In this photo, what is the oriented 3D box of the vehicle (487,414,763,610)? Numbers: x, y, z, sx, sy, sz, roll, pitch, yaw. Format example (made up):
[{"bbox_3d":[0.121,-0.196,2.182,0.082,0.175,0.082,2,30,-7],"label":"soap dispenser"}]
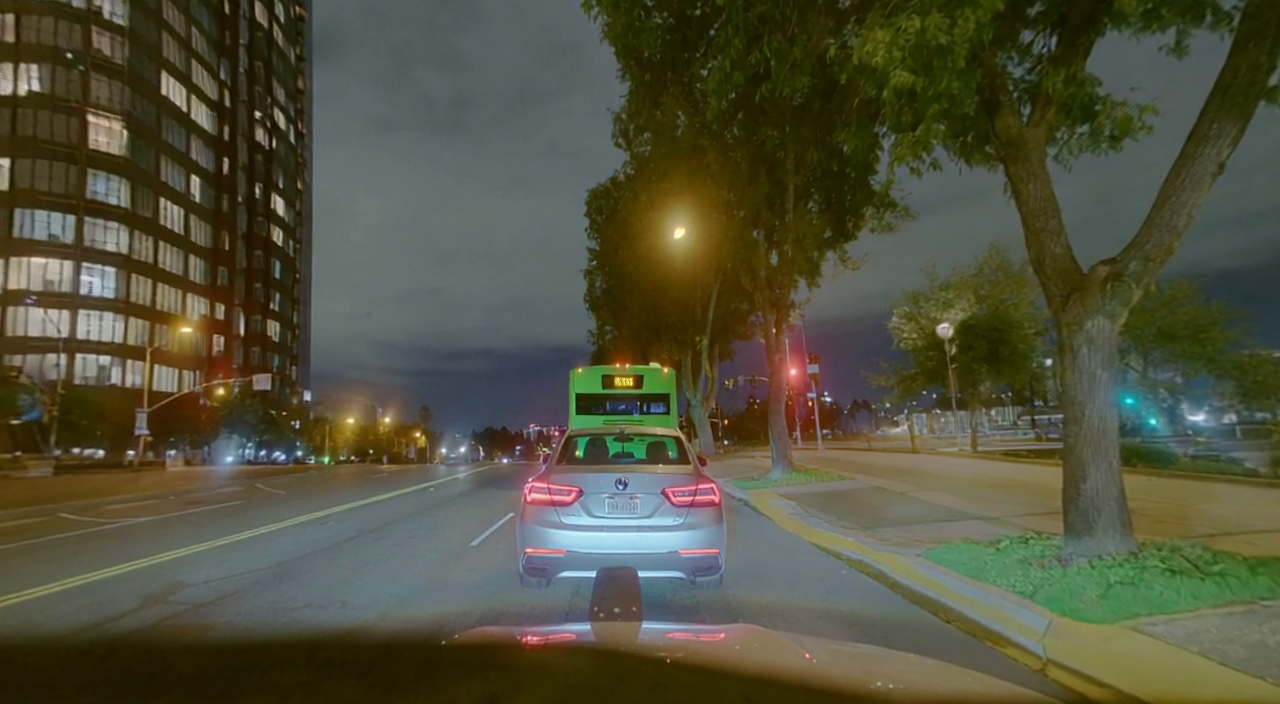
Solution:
[{"bbox_3d":[-0.157,1.465,6.749,2.064,1.452,3.942,0,-8,-1],"label":"vehicle"}]
